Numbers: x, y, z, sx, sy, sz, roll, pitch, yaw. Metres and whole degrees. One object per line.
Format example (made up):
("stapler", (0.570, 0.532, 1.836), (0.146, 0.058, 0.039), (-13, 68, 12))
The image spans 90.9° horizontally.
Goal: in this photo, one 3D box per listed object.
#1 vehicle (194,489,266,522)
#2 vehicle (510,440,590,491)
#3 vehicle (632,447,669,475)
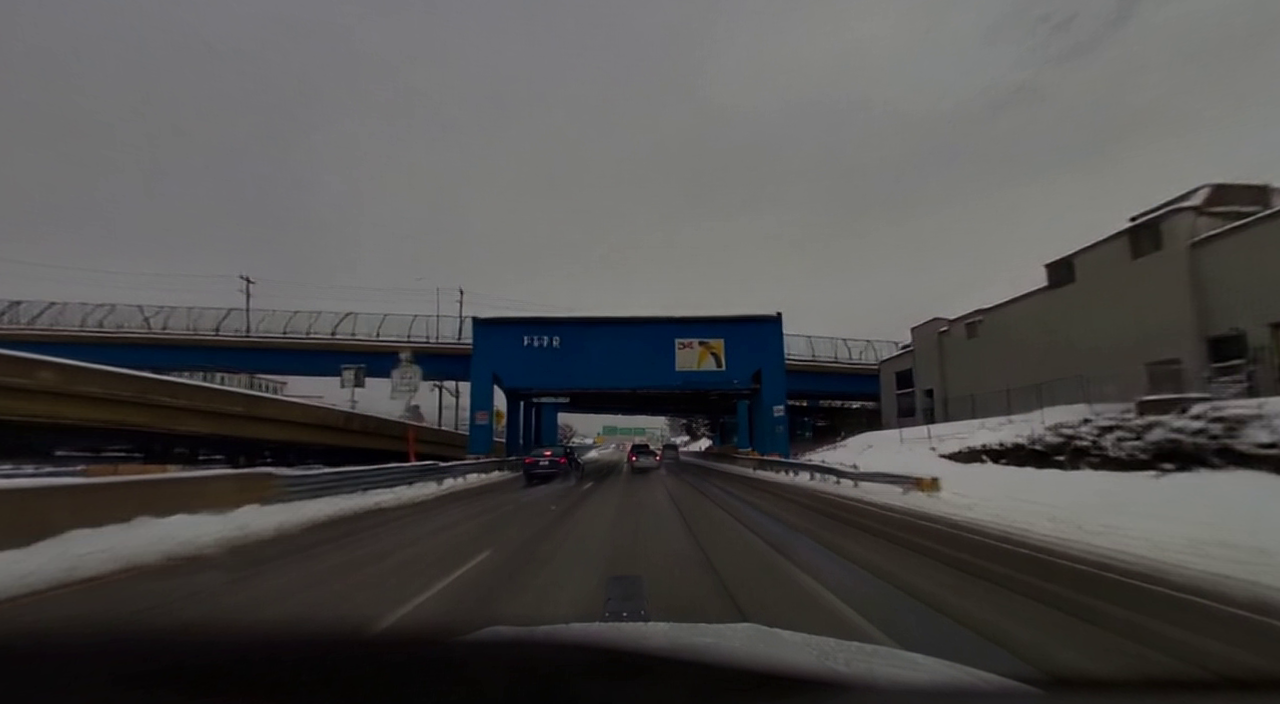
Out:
("vehicle", (-32.005, 11.972, 49.475), (2.018, 2.023, 5.545), (-1, -8, -2))
("vehicle", (-3.001, 3.905, 22.037), (2.064, 1.589, 4.213), (0, -8, 1))
("vehicle", (0.538, 5.911, 34.400), (1.877, 1.386, 3.872), (0, -8, 0))
